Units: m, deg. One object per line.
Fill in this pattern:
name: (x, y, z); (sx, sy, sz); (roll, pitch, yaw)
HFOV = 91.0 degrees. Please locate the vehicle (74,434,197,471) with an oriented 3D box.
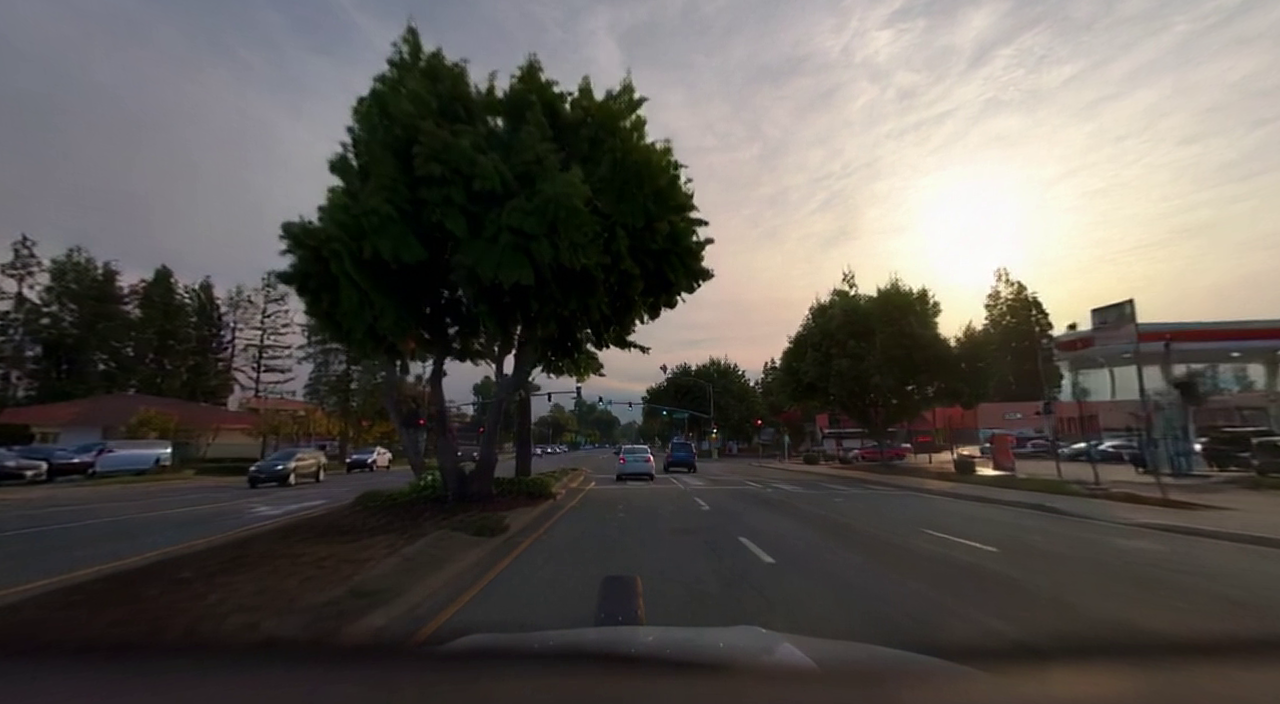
vehicle: (-30.670, 6.133, 38.368); (5.713, 2.148, 2.107); (0, -9, 4)

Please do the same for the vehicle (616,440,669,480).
vehicle: (0.082, 4.646, 27.374); (2.145, 1.572, 4.021); (0, -8, -1)

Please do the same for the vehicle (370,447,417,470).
vehicle: (-19.124, 8.254, 48.988); (1.920, 1.638, 4.299); (0, -8, 0)

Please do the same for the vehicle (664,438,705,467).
vehicle: (3.343, 7.776, 48.927); (2.731, 2.101, 6.047); (0, -8, 0)

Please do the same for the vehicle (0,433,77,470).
vehicle: (-37.110, 5.931, 37.591); (4.993, 2.132, 2.055); (0, -8, 4)

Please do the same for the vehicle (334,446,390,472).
vehicle: (-19.115, 7.365, 43.473); (1.967, 1.680, 4.396); (-1, -9, -1)

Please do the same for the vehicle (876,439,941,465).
vehicle: (20.453, 7.645, 48.362); (2.254, 1.804, 5.953); (-1, -9, -1)
